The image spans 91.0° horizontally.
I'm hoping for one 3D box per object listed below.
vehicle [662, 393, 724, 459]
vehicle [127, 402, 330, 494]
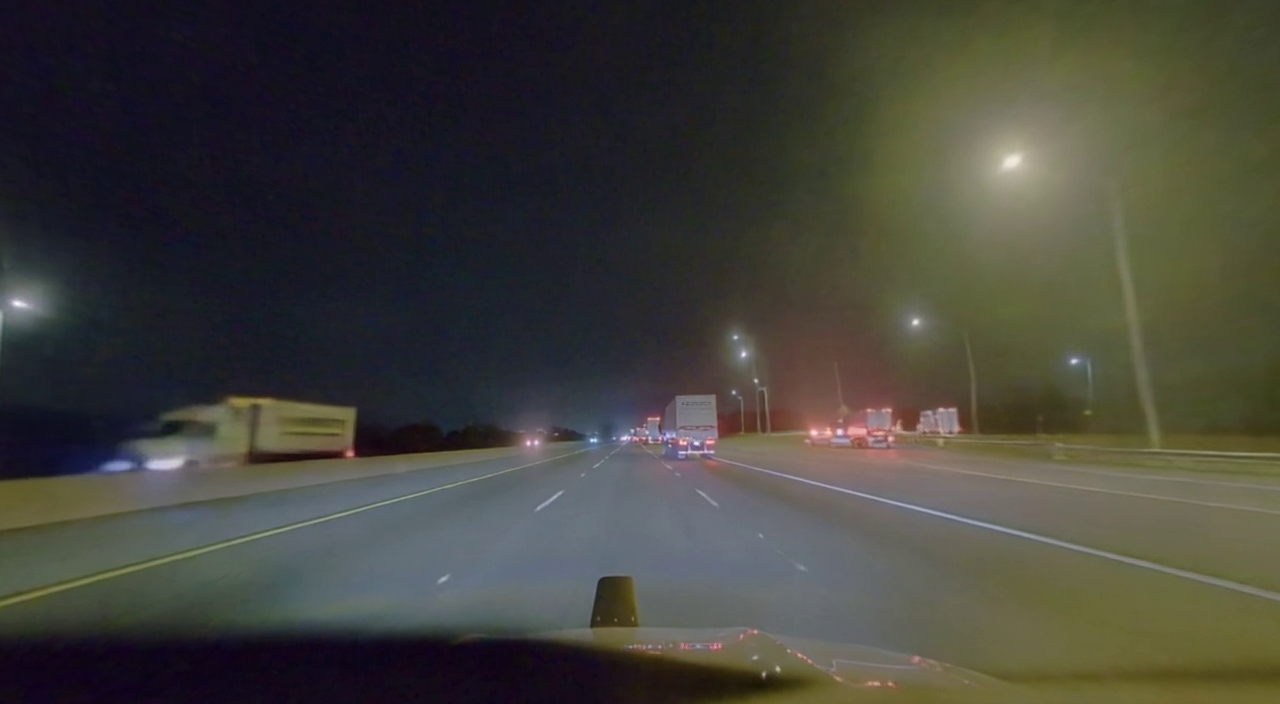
[{"bbox_3d":[3.521,5.559,46.101,2.976,4.064,14.619,0,-8,-1],"label":"vehicle"},{"bbox_3d":[-16.568,3.982,26.437,2.818,3.191,8.511,0,-8,0],"label":"vehicle"}]
